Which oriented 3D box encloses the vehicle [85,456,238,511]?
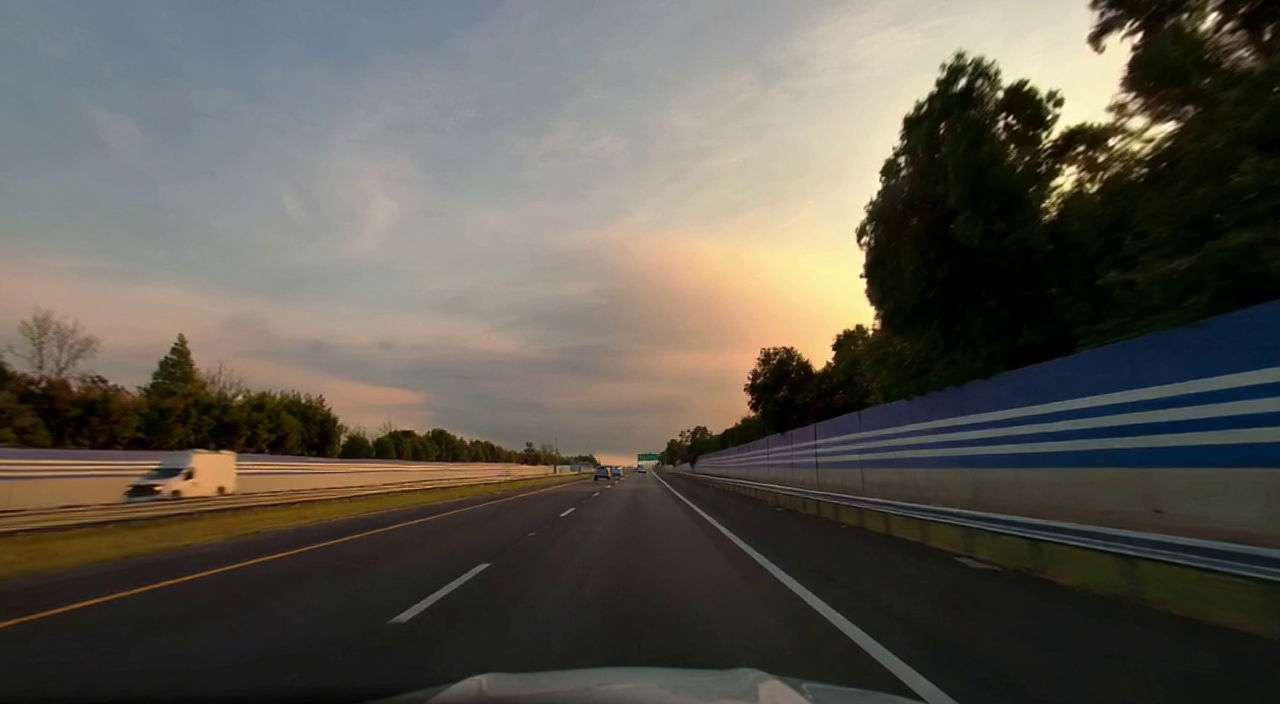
[{"bbox_3d":[-17.147,4.727,22.945,1.974,1.730,4.507,1,-11,0],"label":"vehicle"}]
